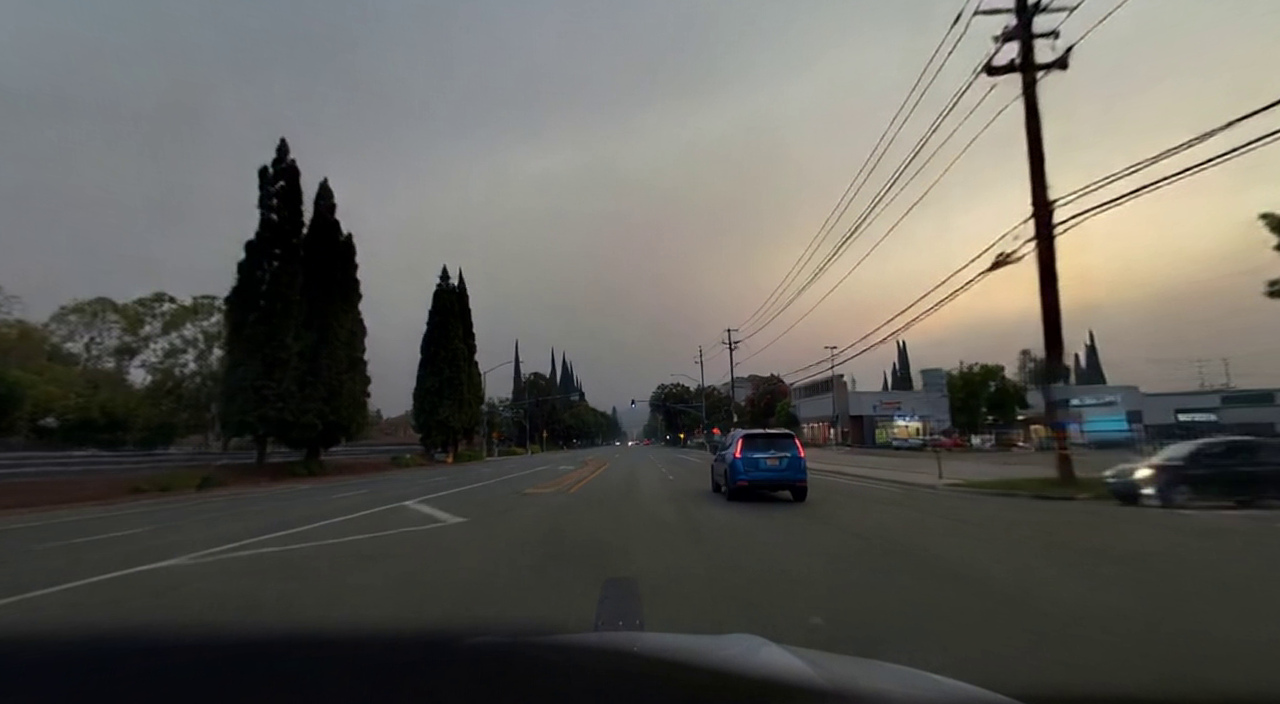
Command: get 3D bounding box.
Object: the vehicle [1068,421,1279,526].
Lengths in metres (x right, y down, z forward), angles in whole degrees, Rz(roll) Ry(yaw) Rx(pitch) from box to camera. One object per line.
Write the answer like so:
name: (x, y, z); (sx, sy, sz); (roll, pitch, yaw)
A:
vehicle: (11.736, 2.339, 12.631); (4.801, 1.802, 2.022); (-2, -9, -2)

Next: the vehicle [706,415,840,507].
vehicle: (2.924, 2.533, 15.125); (2.060, 1.820, 4.713); (0, -8, -2)
